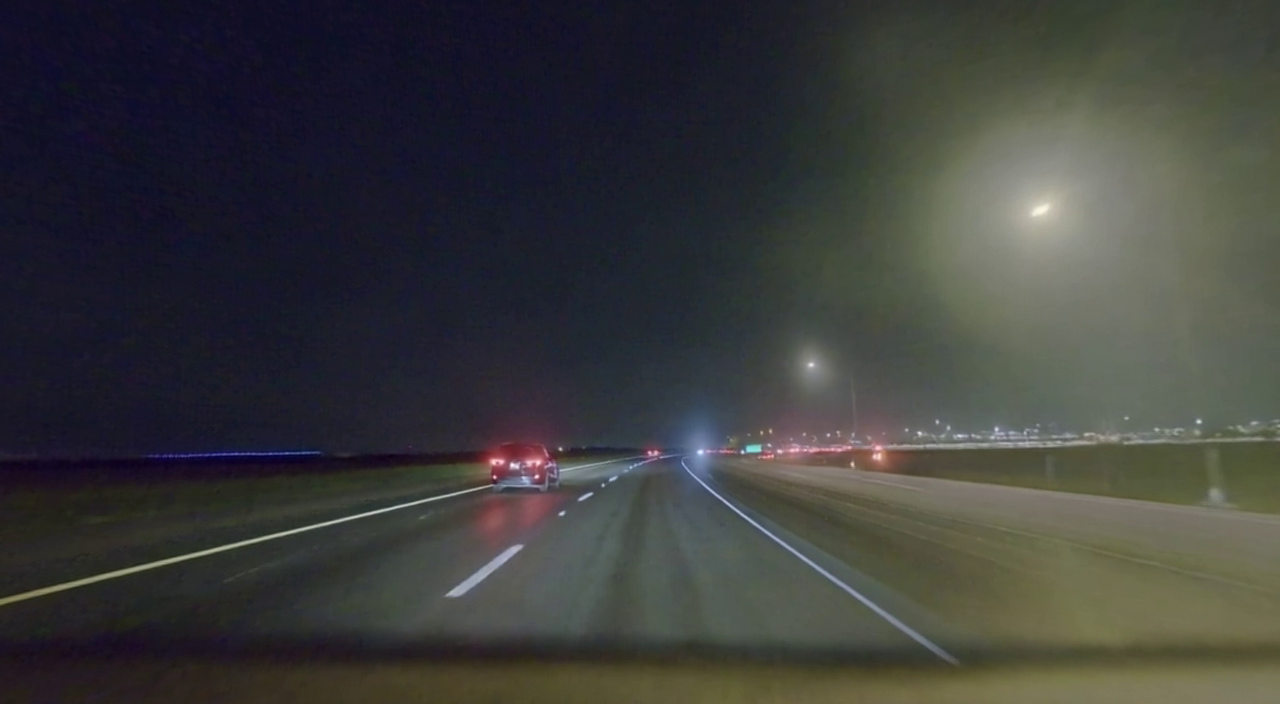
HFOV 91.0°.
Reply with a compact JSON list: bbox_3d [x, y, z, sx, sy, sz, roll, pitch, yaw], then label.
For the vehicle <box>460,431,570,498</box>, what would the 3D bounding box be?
[{"bbox_3d":[-3.593,3.355,19.118,2.193,1.771,4.757,0,-9,2],"label":"vehicle"}]
